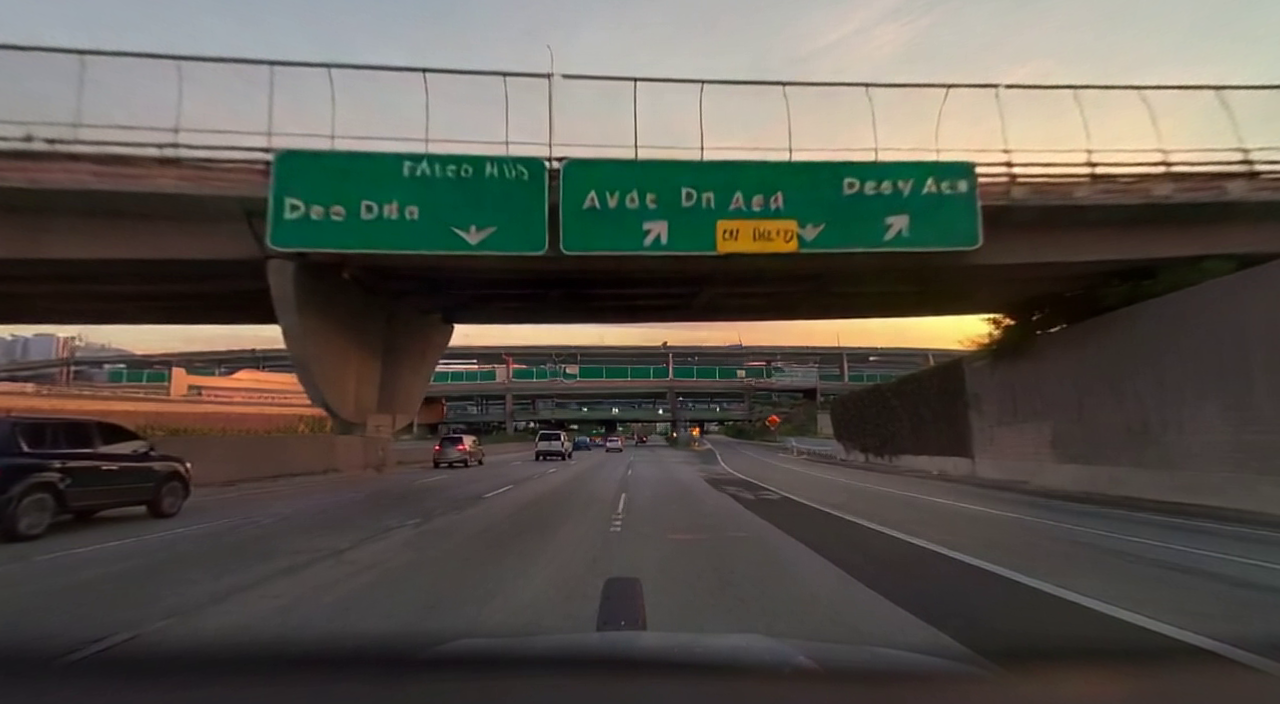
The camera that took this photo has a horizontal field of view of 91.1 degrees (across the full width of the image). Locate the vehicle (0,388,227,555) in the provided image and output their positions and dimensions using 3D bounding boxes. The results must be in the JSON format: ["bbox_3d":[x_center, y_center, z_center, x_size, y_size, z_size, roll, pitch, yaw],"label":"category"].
[{"bbox_3d":[-8.665,1.663,9.124,2.179,1.948,4.618,0,-8,-1],"label":"vehicle"}]

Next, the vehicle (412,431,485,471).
[{"bbox_3d":[-9.209,4.805,30.611,2.109,1.784,4.709,0,-8,-1],"label":"vehicle"}]

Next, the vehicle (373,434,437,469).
[{"bbox_3d":[-12.634,5.360,34.019,1.900,1.726,4.236,0,-8,-2],"label":"vehicle"}]

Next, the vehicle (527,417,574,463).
[{"bbox_3d":[-5.951,5.980,42.602,2.301,2.843,6.458,0,-8,-1],"label":"vehicle"}]

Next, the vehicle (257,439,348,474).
[{"bbox_3d":[-15.846,4.921,29.762,1.863,1.499,4.455,0,-8,-1],"label":"vehicle"}]
